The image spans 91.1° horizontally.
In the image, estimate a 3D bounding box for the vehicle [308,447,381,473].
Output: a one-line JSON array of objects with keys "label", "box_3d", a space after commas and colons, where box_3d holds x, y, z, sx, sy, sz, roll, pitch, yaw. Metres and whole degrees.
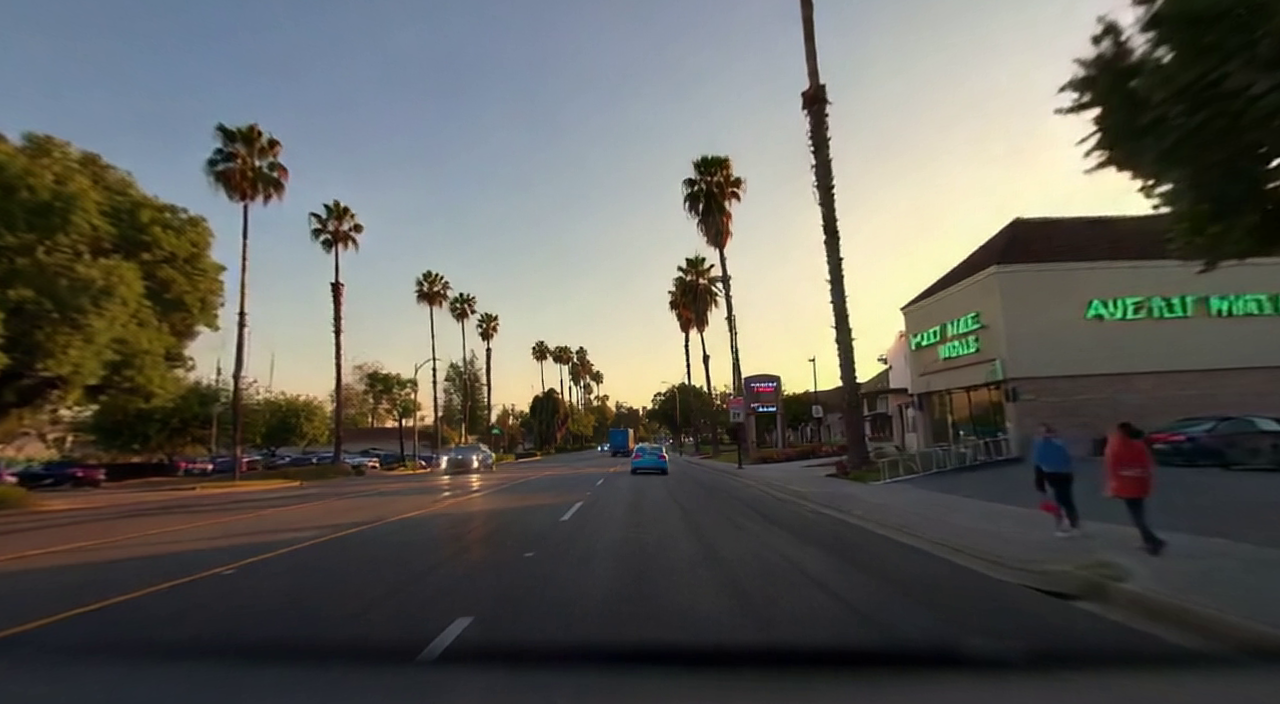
[{"label": "vehicle", "box_3d": [-22.869, 8.320, 48.688, 4.672, 1.665, 1.957, -3, -7, -2]}]

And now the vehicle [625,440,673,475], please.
[{"label": "vehicle", "box_3d": [0.388, 4.995, 29.830, 2.144, 1.514, 4.063, 0, -9, -1]}]

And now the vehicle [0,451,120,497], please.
[{"label": "vehicle", "box_3d": [-28.607, 5.911, 30.784, 2.047, 1.814, 4.831, -4, -7, 0]}]

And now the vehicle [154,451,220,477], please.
[{"label": "vehicle", "box_3d": [-35.250, 8.684, 48.845, 4.727, 1.857, 2.136, -5, -10, 28]}]
